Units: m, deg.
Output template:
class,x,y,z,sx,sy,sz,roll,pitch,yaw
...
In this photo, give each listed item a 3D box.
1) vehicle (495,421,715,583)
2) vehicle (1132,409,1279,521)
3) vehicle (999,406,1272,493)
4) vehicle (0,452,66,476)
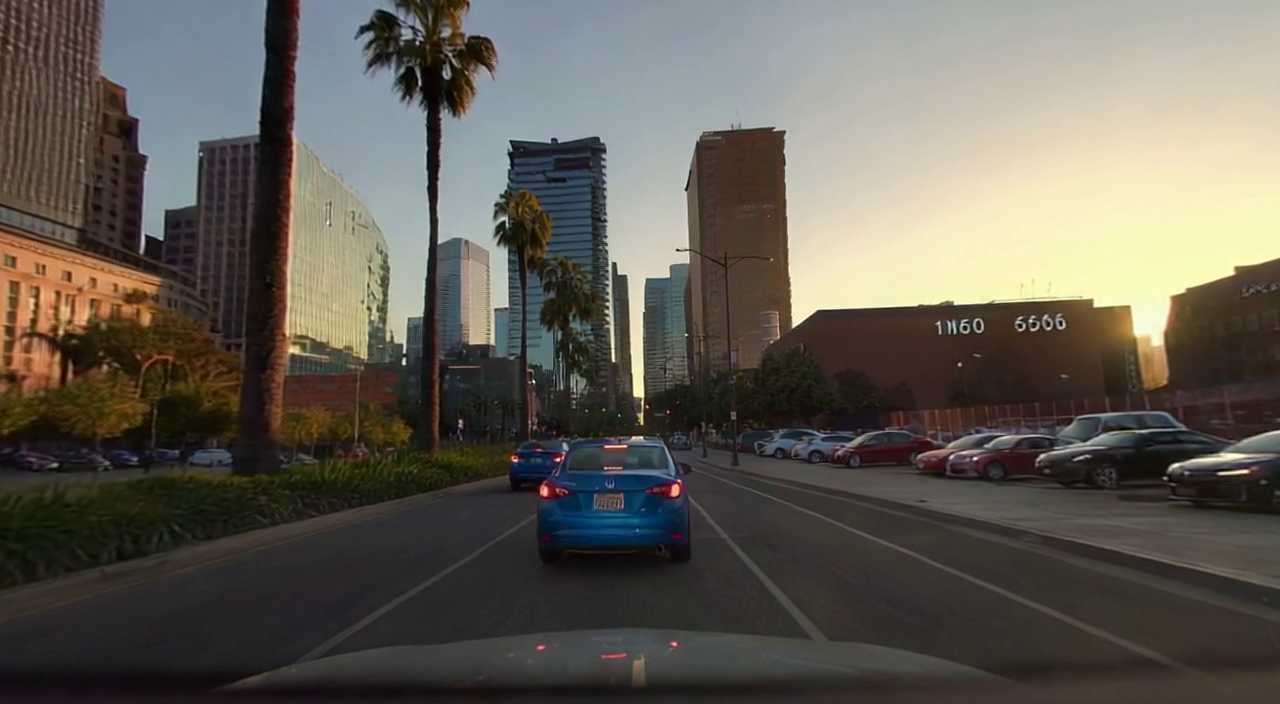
class,x,y,z,sx,sy,sz,roll,pitch,yaw
vehicle,-0.307,1.656,7.702,2.004,1.465,3.713,0,-8,0
vehicle,12.632,1.963,11.683,5.188,1.805,2.228,-2,-8,-2
vehicle,12.885,2.583,16.807,5.187,1.962,2.196,-3,-9,3
vehicle,-41.650,7.506,42.372,4.261,1.507,1.977,0,-8,0
